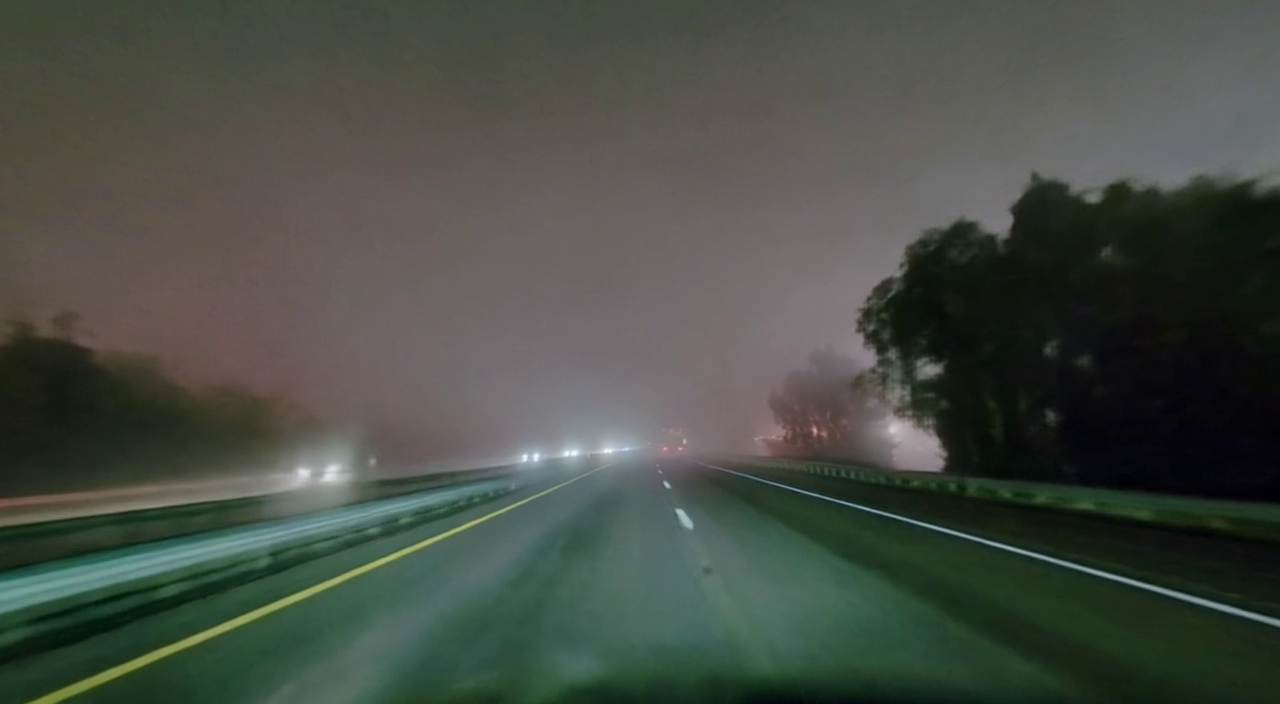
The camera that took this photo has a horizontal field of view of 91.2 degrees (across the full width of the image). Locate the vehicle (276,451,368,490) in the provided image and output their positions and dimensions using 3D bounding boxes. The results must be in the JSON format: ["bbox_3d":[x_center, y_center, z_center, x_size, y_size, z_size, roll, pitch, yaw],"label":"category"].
[{"bbox_3d":[-14.267,5.307,28.433,1.885,1.580,4.215,-1,-9,1],"label":"vehicle"}]
